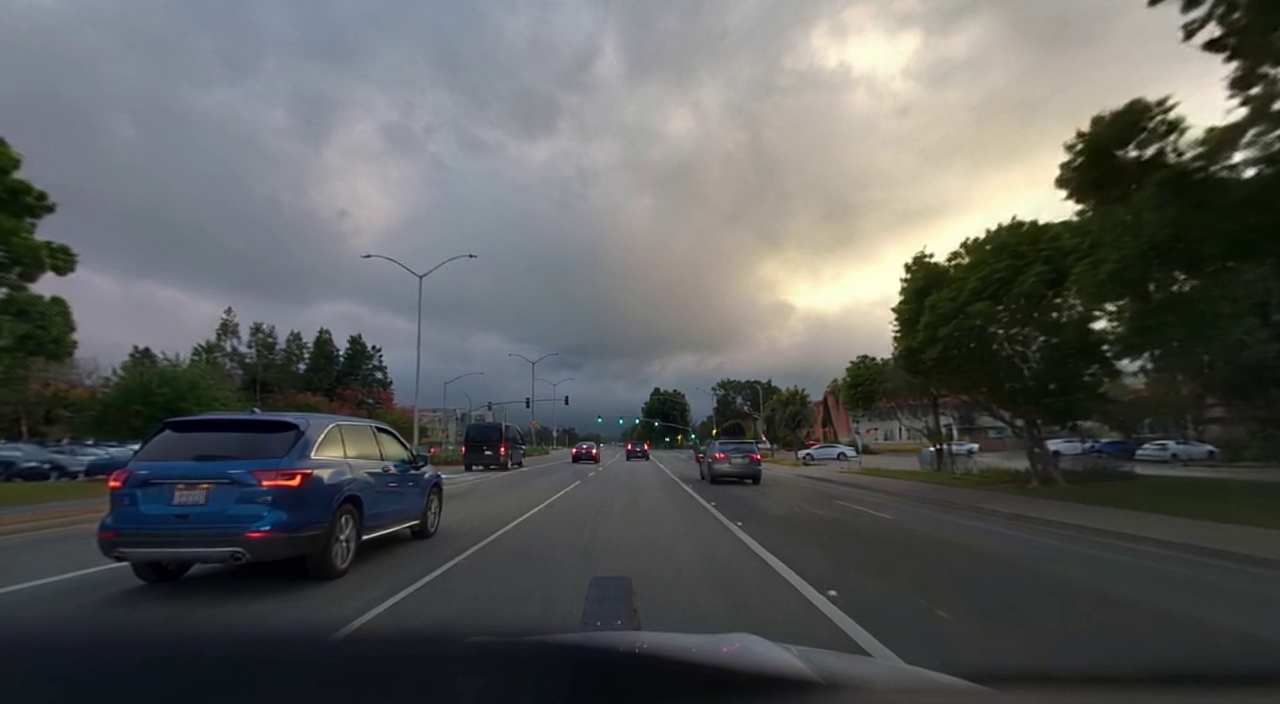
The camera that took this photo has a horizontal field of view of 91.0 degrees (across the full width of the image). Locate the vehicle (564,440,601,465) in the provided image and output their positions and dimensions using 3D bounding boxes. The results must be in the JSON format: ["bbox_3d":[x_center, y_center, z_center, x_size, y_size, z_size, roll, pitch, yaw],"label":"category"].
[{"bbox_3d":[-4.069,7.157,45.108,2.133,1.677,4.727,0,-9,0],"label":"vehicle"}]

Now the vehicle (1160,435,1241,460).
[{"bbox_3d":[38.152,6.528,42.961,1.812,1.641,3.875,1,-9,-3],"label":"vehicle"}]

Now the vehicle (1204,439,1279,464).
[{"bbox_3d":[43.228,6.965,44.243,1.980,1.596,5.674,0,-8,1],"label":"vehicle"}]

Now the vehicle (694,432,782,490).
[{"bbox_3d":[3.307,3.796,22.273,2.167,1.792,4.835,1,-9,-2],"label":"vehicle"}]

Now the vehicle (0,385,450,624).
[{"bbox_3d":[-3.765,1.442,6.863,2.038,1.748,4.303,0,-9,0],"label":"vehicle"}]

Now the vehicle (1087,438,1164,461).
[{"bbox_3d":[33.226,6.708,43.241,1.817,1.503,4.238,0,-9,-1],"label":"vehicle"}]

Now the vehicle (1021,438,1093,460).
[{"bbox_3d":[28.109,6.549,42.579,1.760,1.431,4.343,1,-9,-2],"label":"vehicle"}]

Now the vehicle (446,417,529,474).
[{"bbox_3d":[-7.706,4.856,32.679,2.863,2.592,6.410,1,-9,-2],"label":"vehicle"}]
